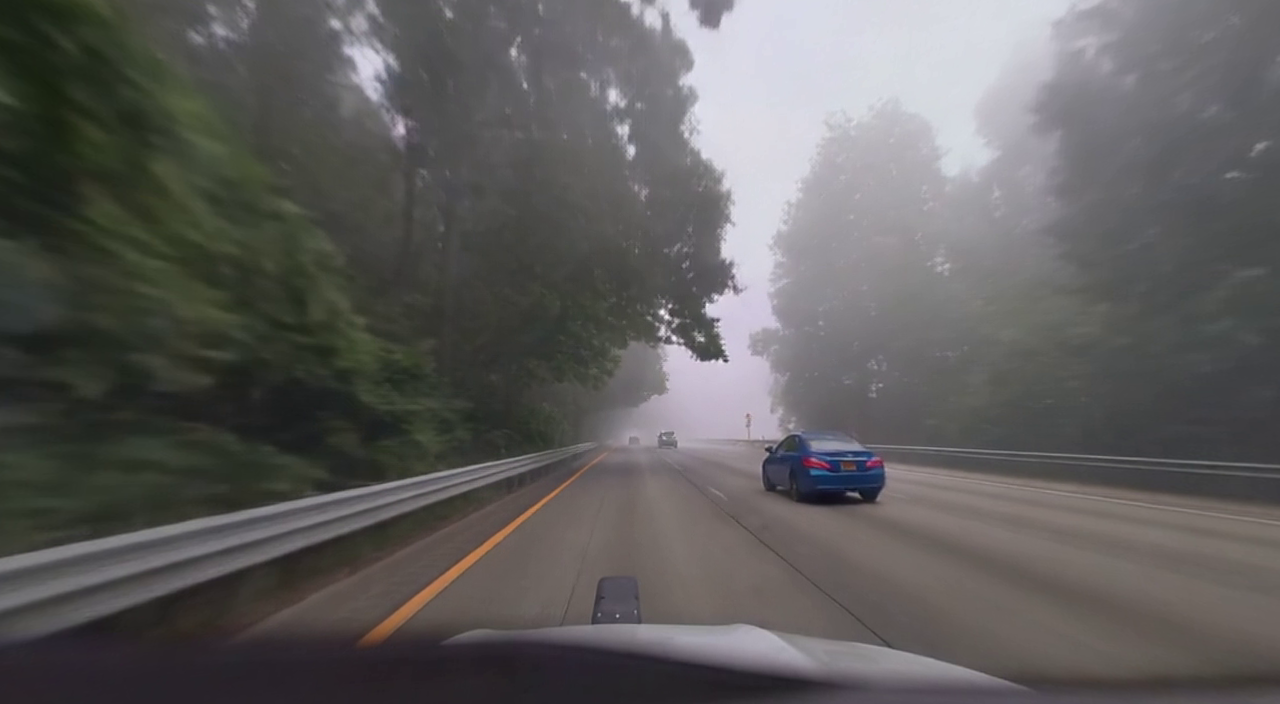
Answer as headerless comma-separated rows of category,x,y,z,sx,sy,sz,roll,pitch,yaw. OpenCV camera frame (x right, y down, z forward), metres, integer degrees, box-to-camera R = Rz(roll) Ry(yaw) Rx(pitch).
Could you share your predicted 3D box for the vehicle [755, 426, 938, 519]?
vehicle,3.792,2.264,12.528,2.017,1.502,4.369,0,-8,-2
